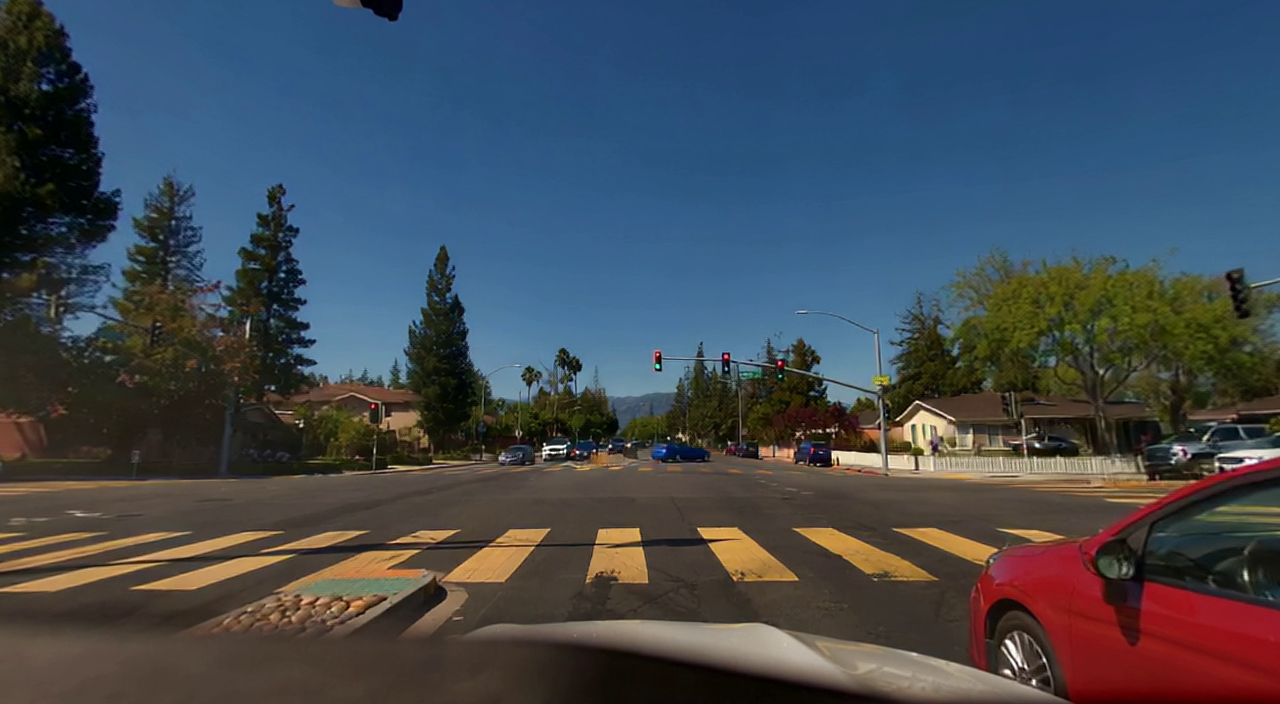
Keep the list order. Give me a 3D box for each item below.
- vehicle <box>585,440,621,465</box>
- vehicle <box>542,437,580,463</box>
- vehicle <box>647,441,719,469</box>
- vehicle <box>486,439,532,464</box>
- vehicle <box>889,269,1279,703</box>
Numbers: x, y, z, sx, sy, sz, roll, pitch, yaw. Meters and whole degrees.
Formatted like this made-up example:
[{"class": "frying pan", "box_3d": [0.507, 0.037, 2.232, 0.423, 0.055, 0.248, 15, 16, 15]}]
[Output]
[{"class": "vehicle", "box_3d": [-2.370, 6.607, 41.631, 2.046, 1.491, 4.118, 0, -9, 1]}, {"class": "vehicle", "box_3d": [-5.527, 6.958, 44.828, 2.091, 1.707, 4.157, 0, -9, 0]}, {"class": "vehicle", "box_3d": [2.605, 6.017, 37.270, 2.104, 1.518, 4.999, -5, -10, 32]}, {"class": "vehicle", "box_3d": [-8.940, 6.862, 43.632, 2.028, 1.654, 5.027, 0, -9, 1]}, {"class": "vehicle", "box_3d": [2.708, 0.707, 1.718, 2.085, 1.800, 4.908, 0, -9, 1]}]
